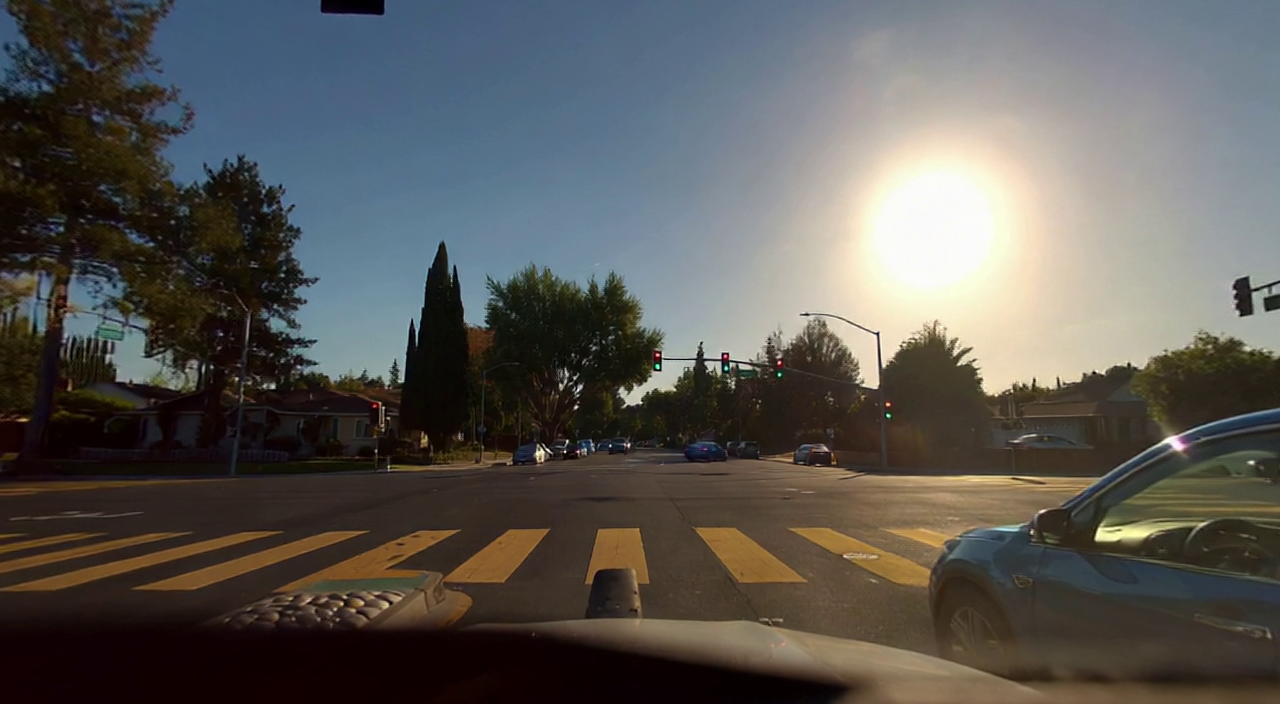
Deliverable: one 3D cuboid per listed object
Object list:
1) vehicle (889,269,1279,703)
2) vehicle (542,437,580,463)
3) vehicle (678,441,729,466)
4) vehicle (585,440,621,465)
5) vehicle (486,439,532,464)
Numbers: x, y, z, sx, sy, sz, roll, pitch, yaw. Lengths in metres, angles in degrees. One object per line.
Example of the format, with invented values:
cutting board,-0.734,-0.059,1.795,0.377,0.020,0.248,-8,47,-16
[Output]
vehicle,2.710,0.708,1.722,2.085,1.800,4.908,0,-9,1
vehicle,-5.529,6.934,44.683,2.091,1.707,4.157,0,-9,1
vehicle,4.284,6.737,42.083,2.104,1.518,4.999,-3,-9,21
vehicle,-2.381,6.603,41.627,2.046,1.491,4.118,0,-9,0
vehicle,-8.942,6.859,43.633,2.028,1.654,5.027,0,-9,1
